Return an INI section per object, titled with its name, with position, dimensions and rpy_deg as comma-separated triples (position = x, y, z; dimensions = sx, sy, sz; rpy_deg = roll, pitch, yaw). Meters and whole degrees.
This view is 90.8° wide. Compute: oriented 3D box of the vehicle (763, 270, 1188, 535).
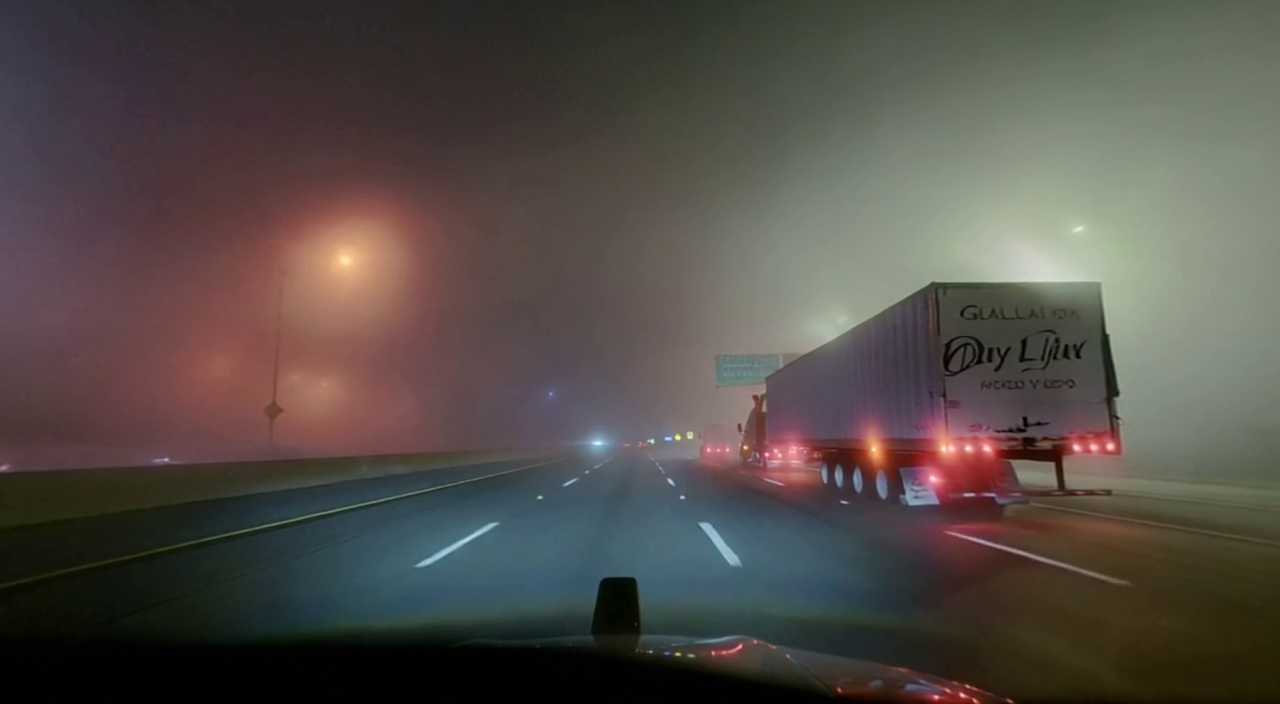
[vehicle]
position = 6.476, 1.872, 17.454
dimensions = 2.962, 3.947, 16.241
rpy_deg = 0, -8, 0
